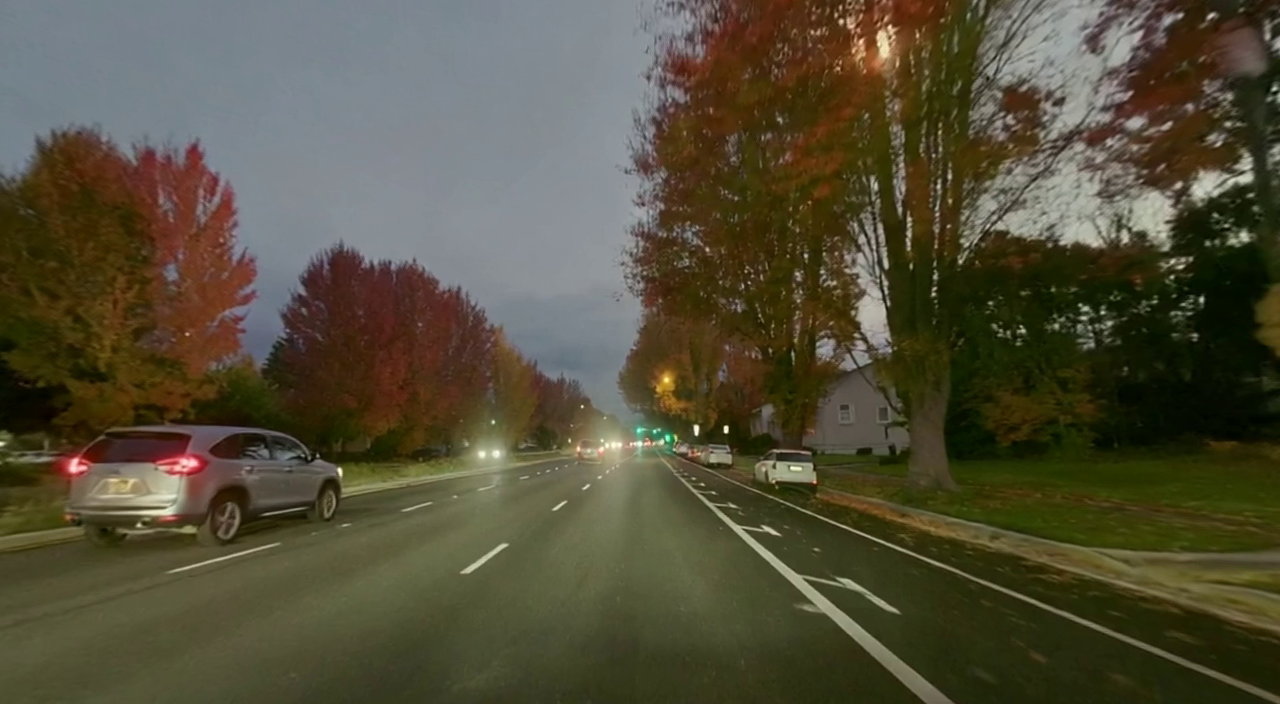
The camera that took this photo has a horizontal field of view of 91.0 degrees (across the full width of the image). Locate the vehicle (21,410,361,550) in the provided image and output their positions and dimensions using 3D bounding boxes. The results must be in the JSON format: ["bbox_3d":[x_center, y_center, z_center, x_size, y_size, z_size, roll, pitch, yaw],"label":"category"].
[{"bbox_3d":[-6.578,1.924,10.100,2.034,1.711,4.512,0,-9,1],"label":"vehicle"}]

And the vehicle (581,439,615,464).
[{"bbox_3d":[-3.085,7.497,47.476,2.228,1.796,4.491,0,-9,1],"label":"vehicle"}]

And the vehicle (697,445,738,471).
[{"bbox_3d":[4.935,6.818,40.699,1.952,1.505,4.713,0,-9,-1],"label":"vehicle"}]

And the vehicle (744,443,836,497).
[{"bbox_3d":[4.637,3.702,20.167,1.939,1.504,4.189,0,-9,0],"label":"vehicle"}]
